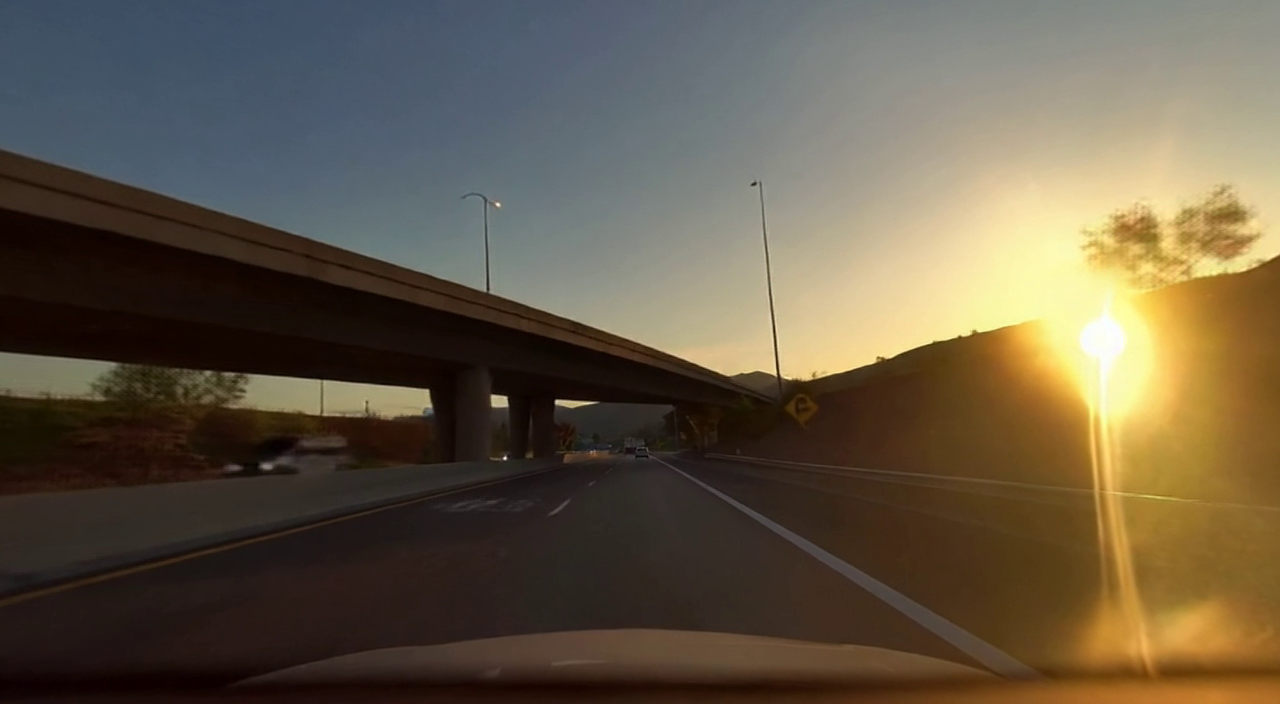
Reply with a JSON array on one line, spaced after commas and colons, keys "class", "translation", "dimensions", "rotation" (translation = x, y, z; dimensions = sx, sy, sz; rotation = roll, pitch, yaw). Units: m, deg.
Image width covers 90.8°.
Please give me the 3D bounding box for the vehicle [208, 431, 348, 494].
[{"class": "vehicle", "translation": [-16.162, 4.971, 28.811], "dimensions": [2.394, 2.507, 6.679], "rotation": [0, -9, 0]}]
